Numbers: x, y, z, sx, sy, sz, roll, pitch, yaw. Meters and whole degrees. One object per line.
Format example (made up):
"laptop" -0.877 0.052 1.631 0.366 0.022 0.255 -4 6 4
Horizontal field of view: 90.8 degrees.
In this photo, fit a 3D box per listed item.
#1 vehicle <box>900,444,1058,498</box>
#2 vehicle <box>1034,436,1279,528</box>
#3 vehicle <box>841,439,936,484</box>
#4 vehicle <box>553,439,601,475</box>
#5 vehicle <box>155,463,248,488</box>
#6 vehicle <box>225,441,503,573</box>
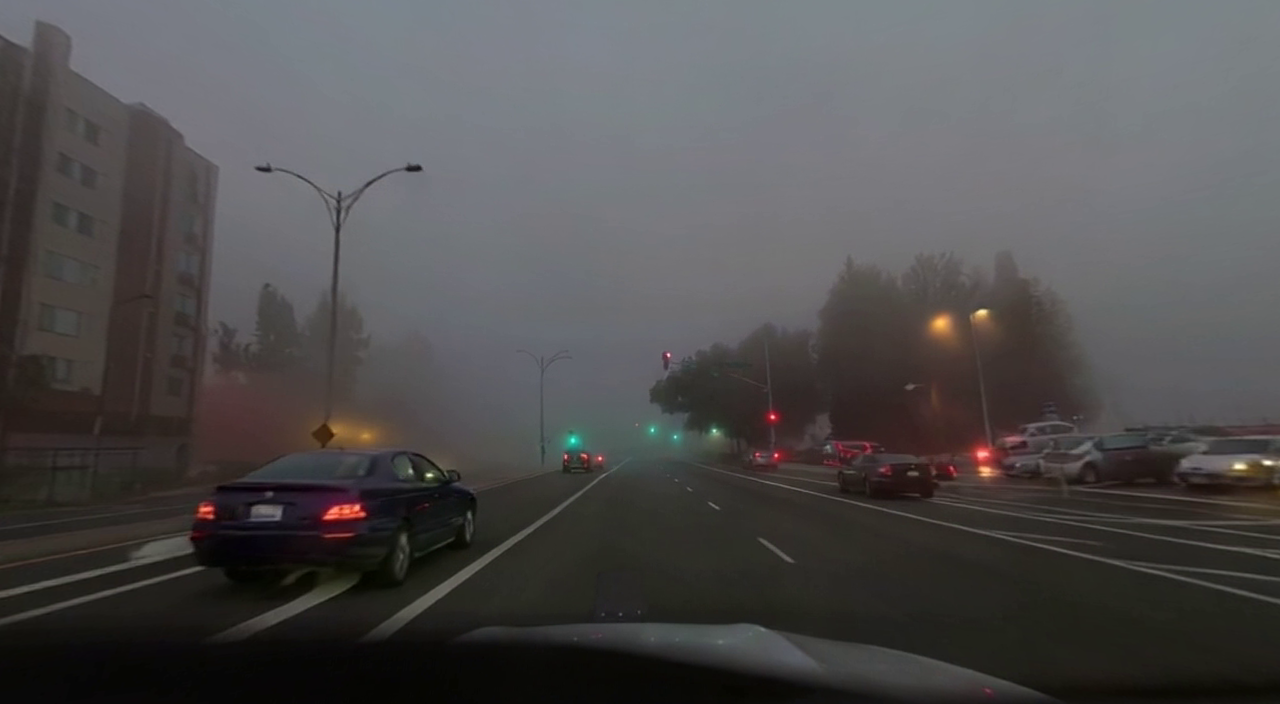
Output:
"vehicle" 10.047 3.545 19.312 2.045 1.418 4.869 0 -9 -1
"vehicle" 10.530 2.545 12.992 1.853 1.548 4.340 0 -9 -3
"vehicle" 9.999 4.434 25.819 1.992 1.664 4.246 0 -9 -2
"vehicle" -3.581 6.063 36.692 2.220 1.888 4.904 0 -9 1
"vehicle" -27.810 7.813 40.120 4.658 1.478 1.968 -1 -9 7
"vehicle" -3.583 2.076 9.359 2.144 1.447 4.421 0 -9 0
